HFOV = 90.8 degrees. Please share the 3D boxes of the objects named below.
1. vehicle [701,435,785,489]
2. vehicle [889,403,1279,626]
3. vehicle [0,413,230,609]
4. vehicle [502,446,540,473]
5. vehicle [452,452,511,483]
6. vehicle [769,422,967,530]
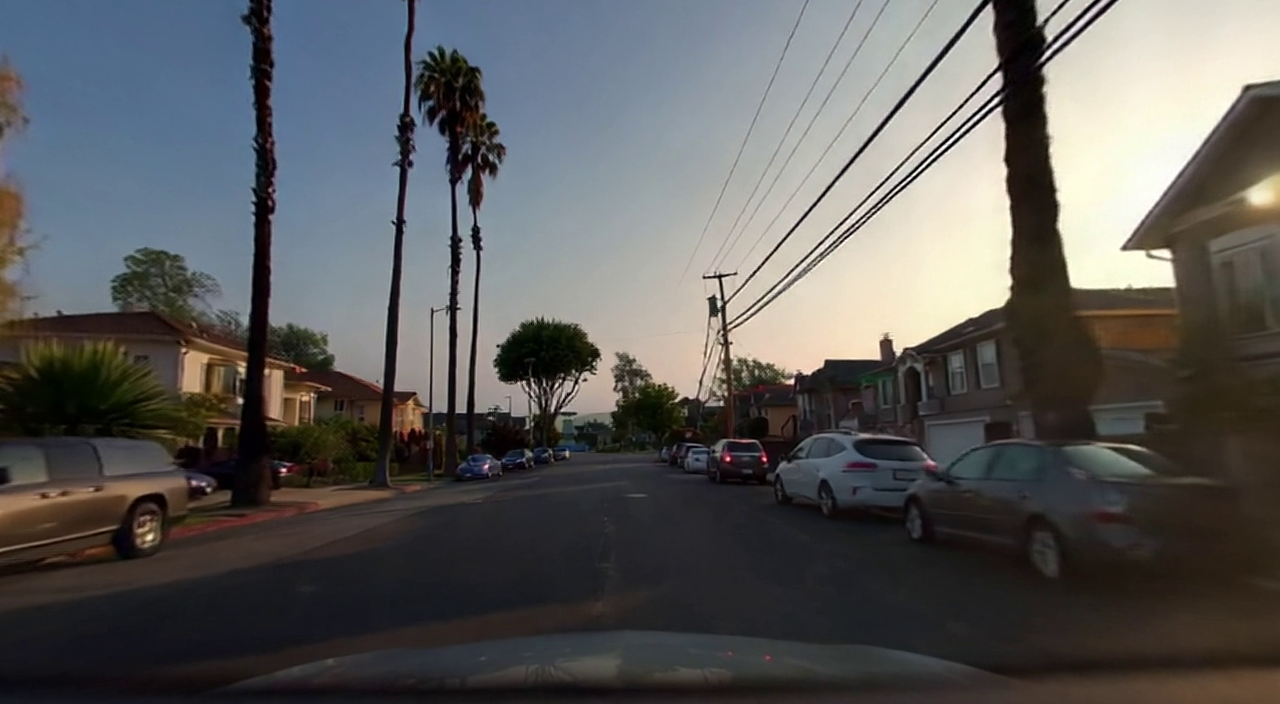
[{"bbox_3d":[3.751,4.105,23.981,2.115,1.826,4.871,0,-8,-3],"label":"vehicle"},{"bbox_3d":[4.608,1.552,7.017,1.894,1.675,4.294,0,-8,0],"label":"vehicle"},{"bbox_3d":[-7.614,1.727,7.197,2.300,1.943,5.744,0,-8,-4],"label":"vehicle"},{"bbox_3d":[-9.203,8.344,49.206,2.077,1.888,4.551,-2,-8,0],"label":"vehicle"},{"bbox_3d":[-8.464,6.170,34.160,2.013,1.483,4.645,0,-8,-1],"label":"vehicle"},{"bbox_3d":[4.244,2.384,12.779,1.922,1.761,4.633,1,-9,-5],"label":"vehicle"}]
